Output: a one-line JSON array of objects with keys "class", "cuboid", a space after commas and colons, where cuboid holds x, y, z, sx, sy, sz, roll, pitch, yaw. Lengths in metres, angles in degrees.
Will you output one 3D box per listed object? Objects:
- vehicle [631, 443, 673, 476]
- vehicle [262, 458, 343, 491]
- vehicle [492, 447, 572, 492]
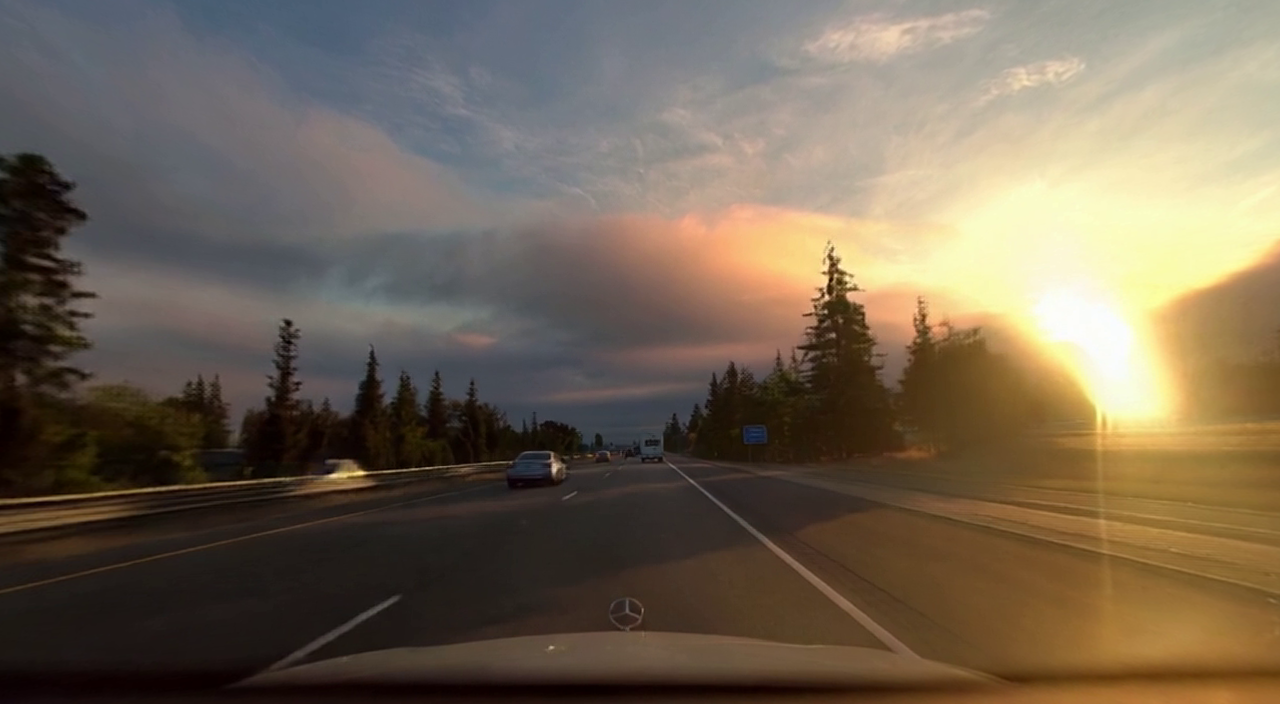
[{"class": "vehicle", "cuboid": [0.627, 5.866, 34.439, 2.172, 1.687, 3.929, 0, -9, 0]}, {"class": "vehicle", "cuboid": [-17.221, 6.263, 32.405, 1.928, 1.493, 3.915, 0, -9, 1]}, {"class": "vehicle", "cuboid": [-3.763, 4.173, 22.707, 1.998, 1.460, 4.422, 0, -9, 1]}]
